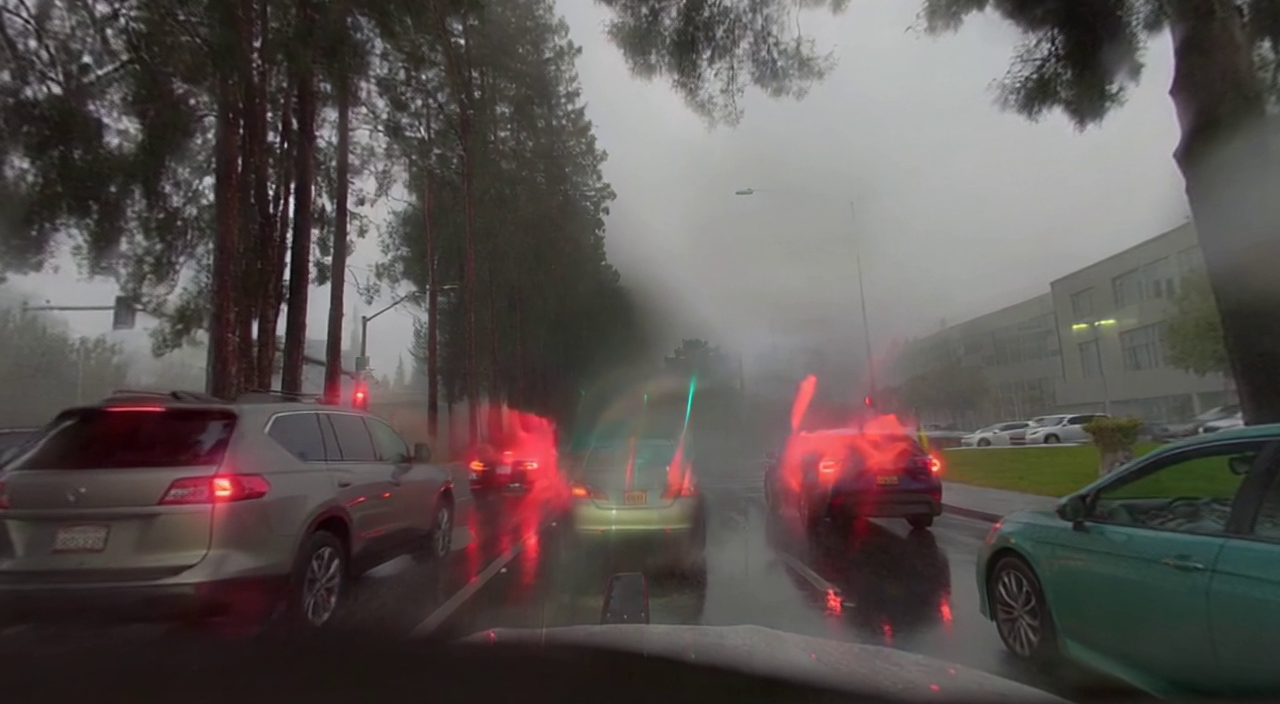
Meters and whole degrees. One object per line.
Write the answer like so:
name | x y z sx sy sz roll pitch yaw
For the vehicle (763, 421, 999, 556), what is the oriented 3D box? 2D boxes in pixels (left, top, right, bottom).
vehicle | 3.427 2.021 10.084 2.040 1.647 4.379 0 -8 0

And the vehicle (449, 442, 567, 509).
vehicle | -3.064 2.963 15.636 1.975 1.420 4.196 0 -8 1

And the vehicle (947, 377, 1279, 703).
vehicle | 3.321 0.963 2.827 1.899 1.588 3.888 0 -8 0

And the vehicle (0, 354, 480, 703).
vehicle | -3.131 1.226 5.467 2.168 1.750 4.625 -1 -8 1

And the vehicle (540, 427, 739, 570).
vehicle | -0.022 1.881 8.854 2.147 1.507 3.953 0 -8 -1
